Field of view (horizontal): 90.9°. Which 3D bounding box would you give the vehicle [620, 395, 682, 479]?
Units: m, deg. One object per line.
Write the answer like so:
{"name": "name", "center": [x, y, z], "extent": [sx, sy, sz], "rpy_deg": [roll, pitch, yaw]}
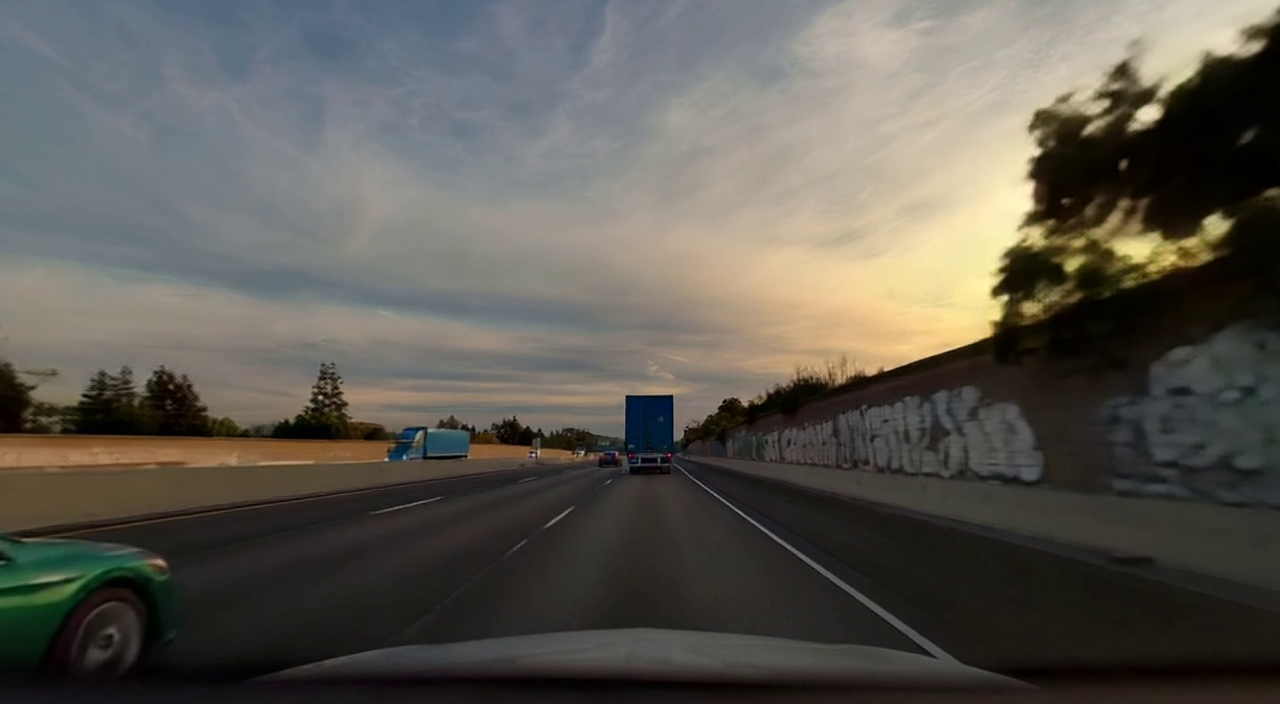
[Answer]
{"name": "vehicle", "center": [0.537, 4.989, 36.146], "extent": [2.997, 4.069, 10.871], "rpy_deg": [0, -9, 0]}
